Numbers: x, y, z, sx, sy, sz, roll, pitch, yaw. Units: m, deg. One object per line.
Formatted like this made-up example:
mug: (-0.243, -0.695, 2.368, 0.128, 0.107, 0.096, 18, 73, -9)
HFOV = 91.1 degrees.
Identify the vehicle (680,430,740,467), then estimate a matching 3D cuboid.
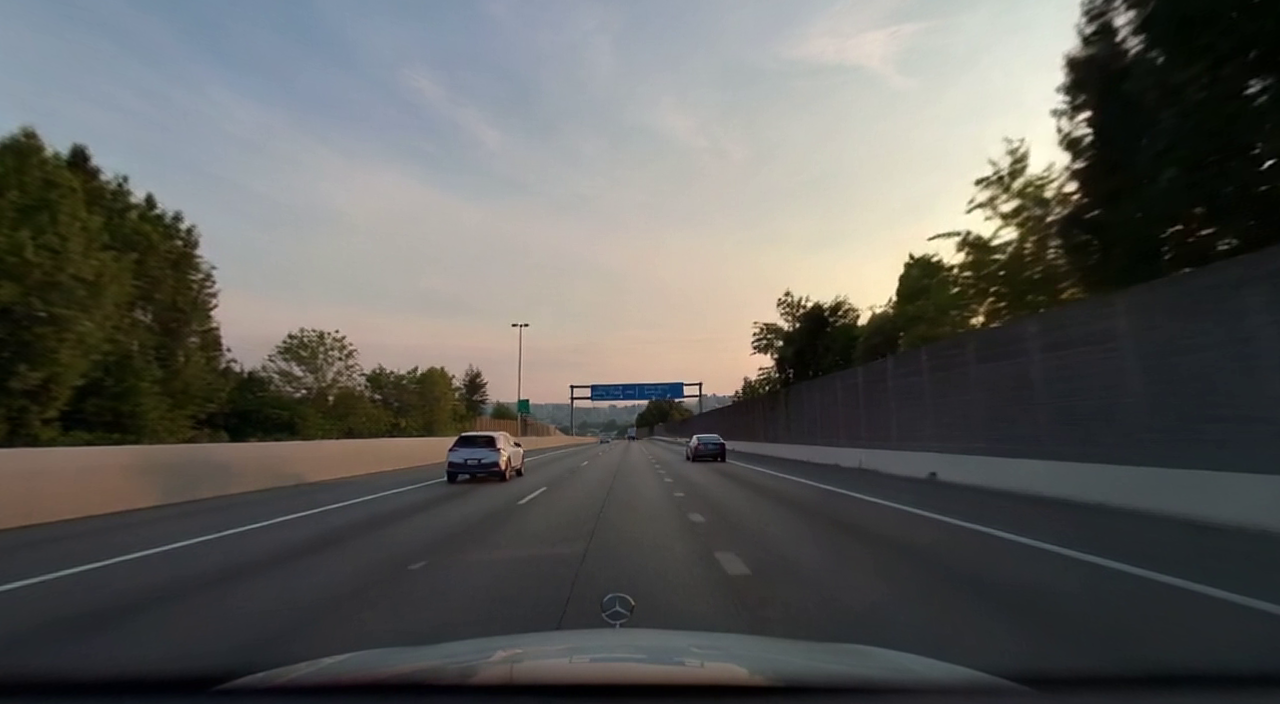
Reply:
vehicle: (3.061, 4.314, 28.424, 2.077, 1.523, 4.539, 0, -7, -2)

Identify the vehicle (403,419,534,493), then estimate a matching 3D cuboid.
vehicle: (-4.208, 2.611, 16.228, 2.219, 1.660, 4.153, 0, -7, -1)
